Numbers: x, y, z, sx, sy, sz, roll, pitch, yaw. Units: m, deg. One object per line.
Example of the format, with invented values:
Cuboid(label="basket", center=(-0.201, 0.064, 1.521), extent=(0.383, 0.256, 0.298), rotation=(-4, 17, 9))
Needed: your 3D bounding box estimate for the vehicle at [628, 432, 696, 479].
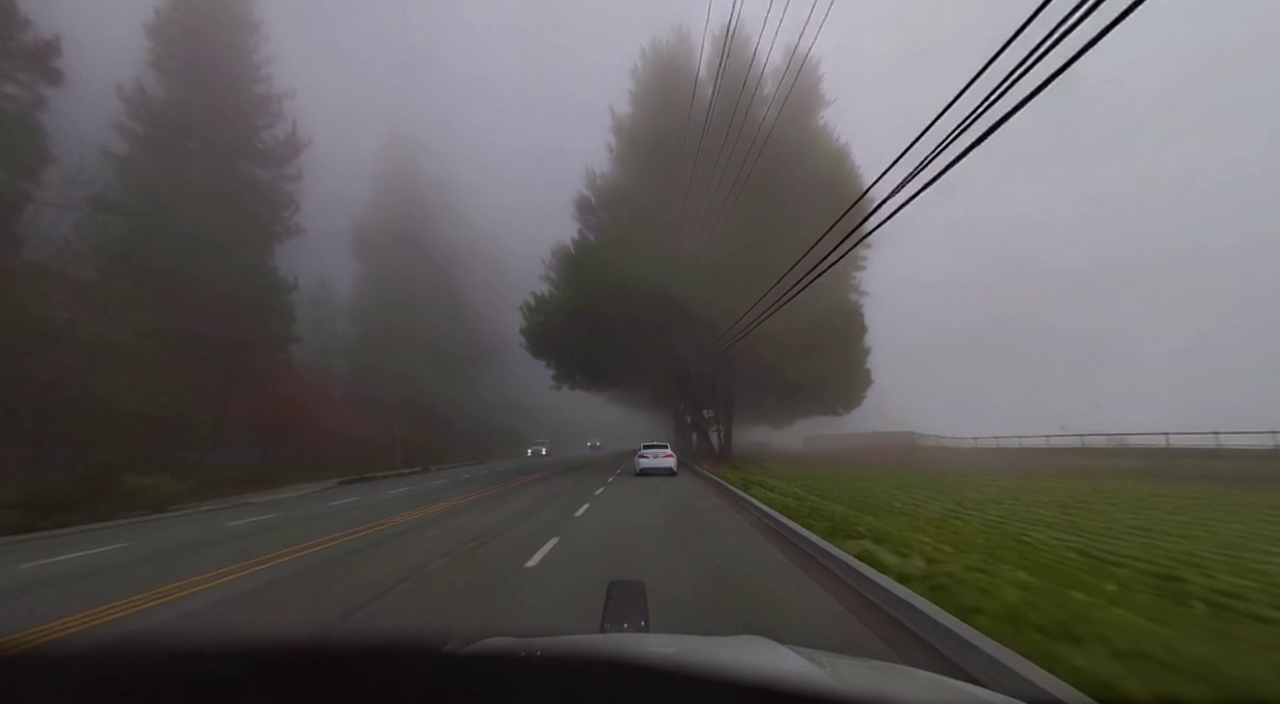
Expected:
Cuboid(label="vehicle", center=(0.713, 3.613, 22.286), extent=(2.153, 1.461, 4.374), rotation=(-1, -8, 0))
